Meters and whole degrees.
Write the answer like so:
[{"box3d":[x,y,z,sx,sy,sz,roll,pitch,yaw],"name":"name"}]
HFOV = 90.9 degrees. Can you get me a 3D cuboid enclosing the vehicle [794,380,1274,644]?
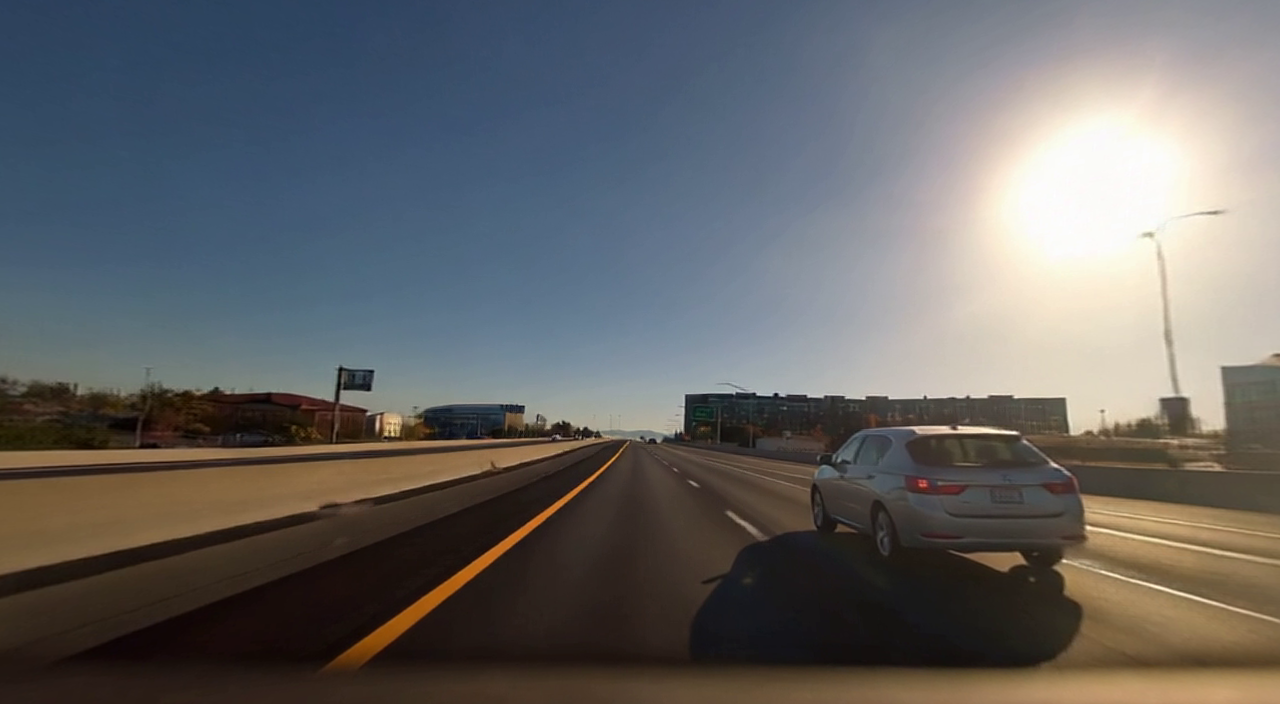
[{"box3d":[3.097,1.359,6.299,2.059,1.715,4.192,0,-8,0],"name":"vehicle"}]
